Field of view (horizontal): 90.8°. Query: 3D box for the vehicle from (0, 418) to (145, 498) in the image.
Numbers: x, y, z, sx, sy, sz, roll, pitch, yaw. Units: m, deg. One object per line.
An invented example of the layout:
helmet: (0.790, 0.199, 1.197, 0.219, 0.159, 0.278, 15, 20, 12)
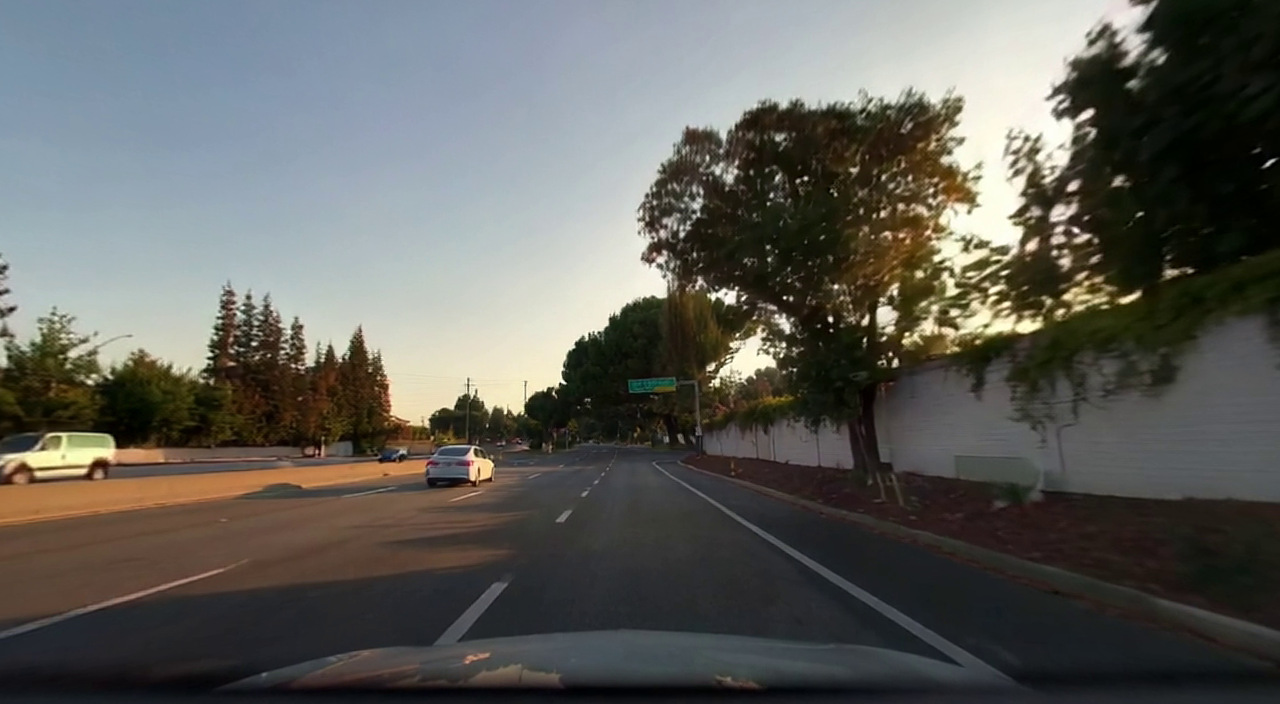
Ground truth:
vehicle: (-26.463, 4.683, 28.375, 2.778, 3.125, 7.002, 0, -9, -1)

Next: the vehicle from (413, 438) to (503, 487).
vehicle: (-6.962, 4.276, 24.791, 2.115, 1.711, 4.722, 0, -9, 0)
